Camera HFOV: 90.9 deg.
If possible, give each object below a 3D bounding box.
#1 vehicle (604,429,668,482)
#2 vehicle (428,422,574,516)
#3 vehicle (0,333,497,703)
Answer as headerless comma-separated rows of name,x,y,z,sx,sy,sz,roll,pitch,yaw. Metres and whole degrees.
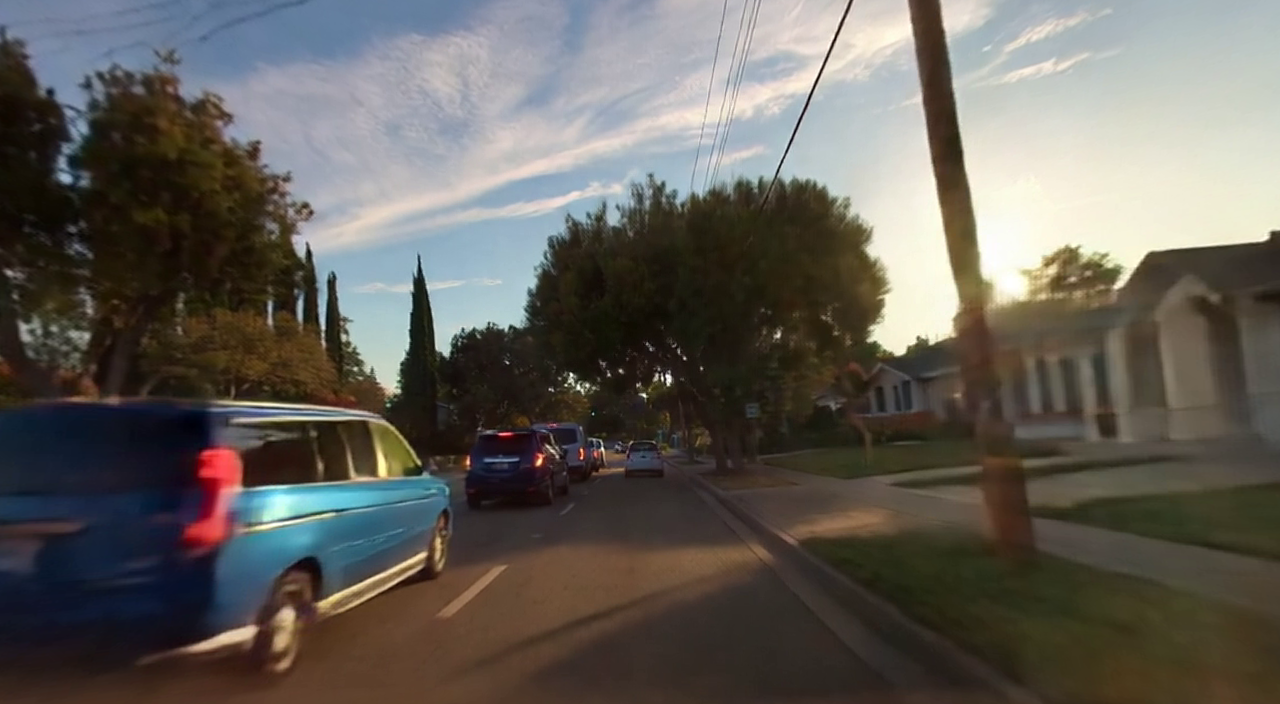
vehicle,-0.143,3.700,22.728,2.120,1.718,3.909,0,-9,0
vehicle,-2.808,2.496,13.886,2.105,1.709,4.251,-1,-9,2
vehicle,-2.653,1.126,4.538,2.157,1.765,4.303,-1,-9,1
